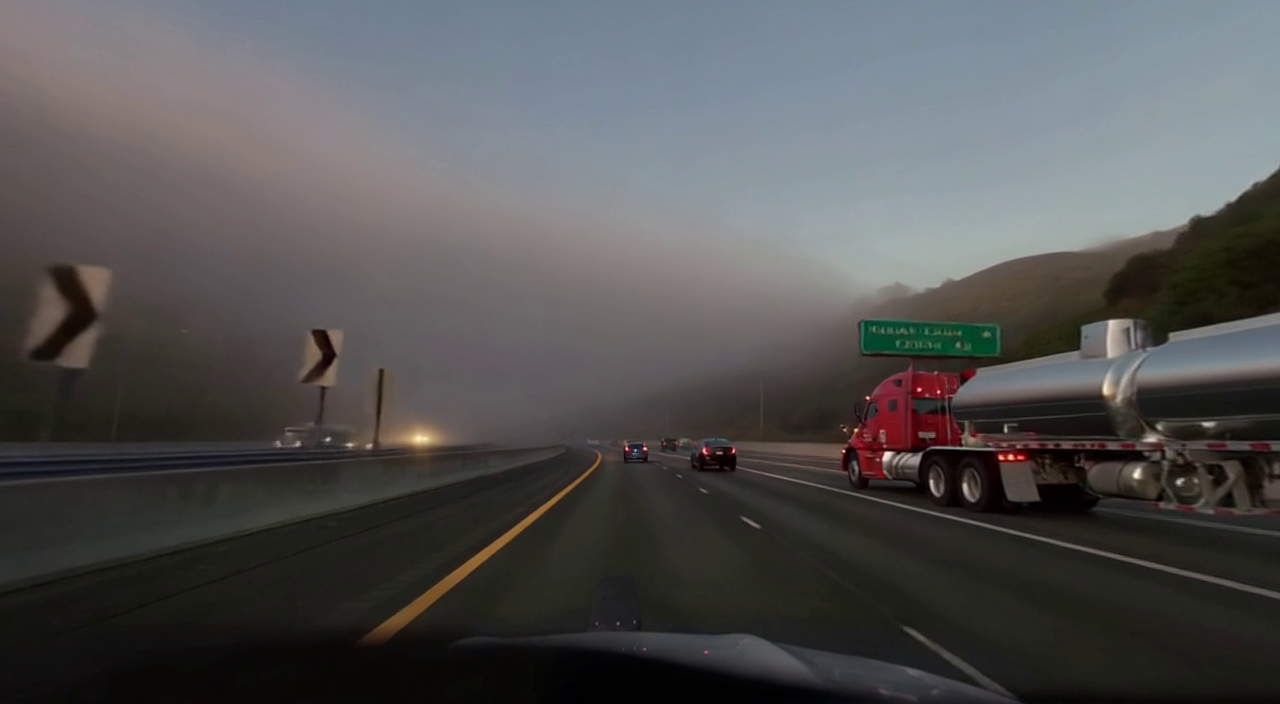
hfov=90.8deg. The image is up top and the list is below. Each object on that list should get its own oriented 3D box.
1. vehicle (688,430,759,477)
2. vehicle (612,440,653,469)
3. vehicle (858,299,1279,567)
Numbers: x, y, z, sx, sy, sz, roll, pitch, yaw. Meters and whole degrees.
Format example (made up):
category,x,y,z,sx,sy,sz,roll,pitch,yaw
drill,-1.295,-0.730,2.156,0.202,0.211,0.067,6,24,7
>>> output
category,x,y,z,sx,sy,sz,roll,pitch,yaw
vehicle,3.361,4.219,26.400,2.098,1.794,4.561,0,-9,-3
vehicle,-0.471,5.558,34.294,2.083,1.477,3.965,0,-9,-2
vehicle,7.394,1.583,11.869,2.880,2.975,9.608,0,-9,-2
